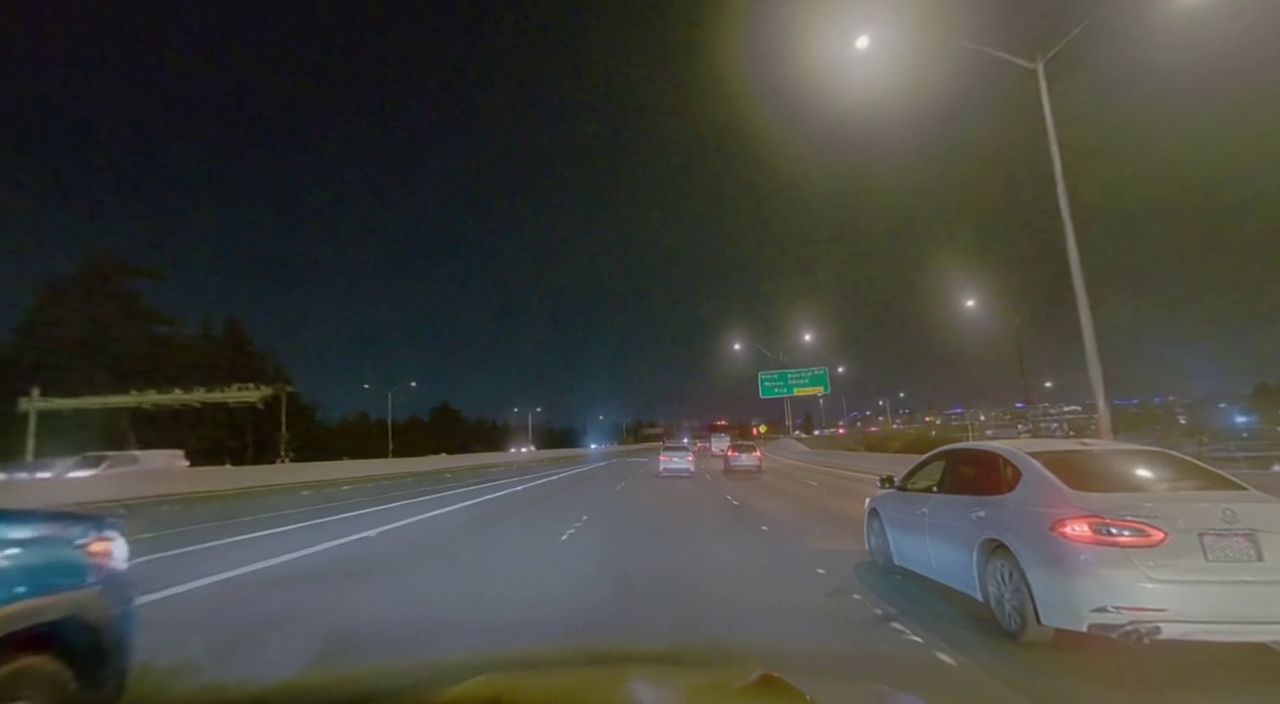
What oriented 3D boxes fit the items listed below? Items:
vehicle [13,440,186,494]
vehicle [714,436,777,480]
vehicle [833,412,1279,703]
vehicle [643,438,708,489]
[{"bbox_3d":[-18.861,4.008,22.328,1.956,1.688,4.466,0,-9,3],"label":"vehicle"},{"bbox_3d":[4.365,4.489,26.777,2.076,1.684,4.241,0,-9,2],"label":"vehicle"},{"bbox_3d":[3.181,1.347,4.867,2.009,1.489,4.559,0,-9,1],"label":"vehicle"},{"bbox_3d":[1.232,3.874,22.196,2.074,1.614,3.803,0,-9,3],"label":"vehicle"}]
